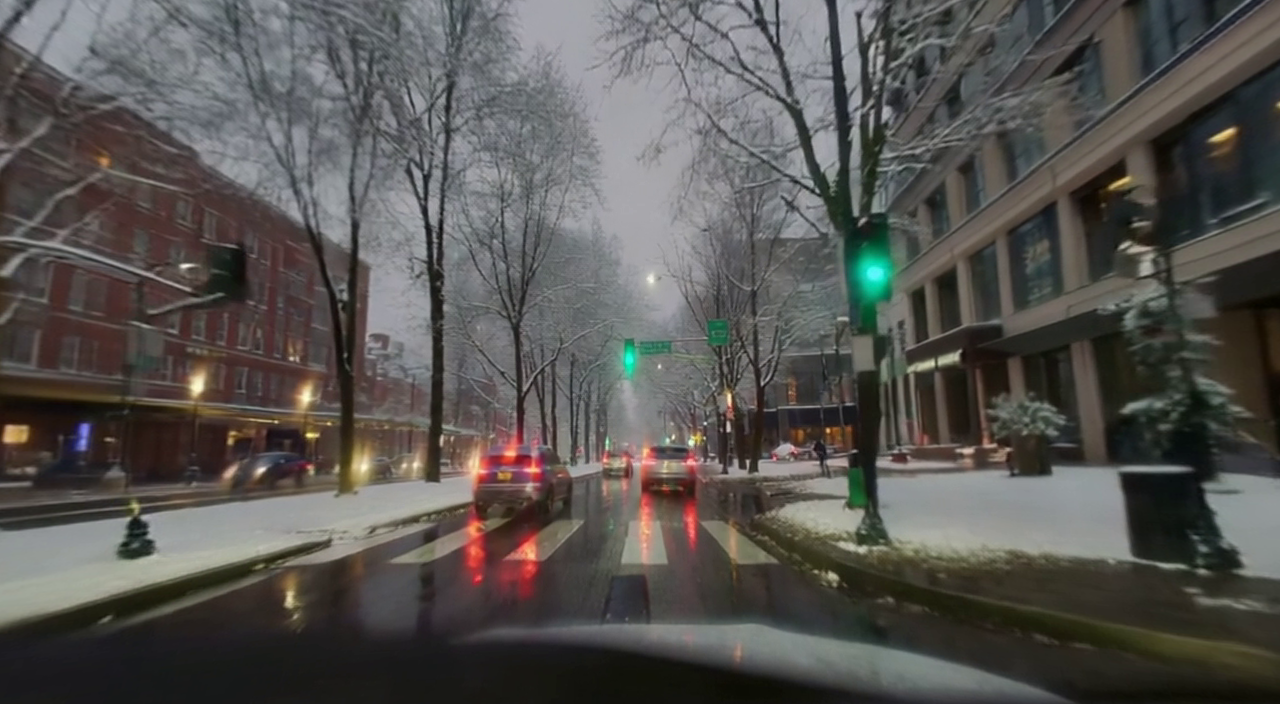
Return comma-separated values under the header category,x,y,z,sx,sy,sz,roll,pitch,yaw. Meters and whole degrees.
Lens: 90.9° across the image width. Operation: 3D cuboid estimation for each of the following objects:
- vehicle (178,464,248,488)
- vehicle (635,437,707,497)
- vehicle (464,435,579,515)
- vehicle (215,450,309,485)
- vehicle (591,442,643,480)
category,x,y,z,sx,sy,sz,roll,pitch,yaw
vehicle,-30.265,8.765,44.829,1.819,1.446,4.532,0,-8,-1
vehicle,0.996,3.738,20.856,2.120,1.758,3.917,-1,-8,2
vehicle,-2.779,2.973,15.754,1.940,1.722,3.823,-1,-8,3
vehicle,-24.473,7.462,41.217,2.144,1.993,6.287,0,-8,1
vehicle,-1.140,5.738,33.571,2.220,1.847,4.587,-1,-8,5
